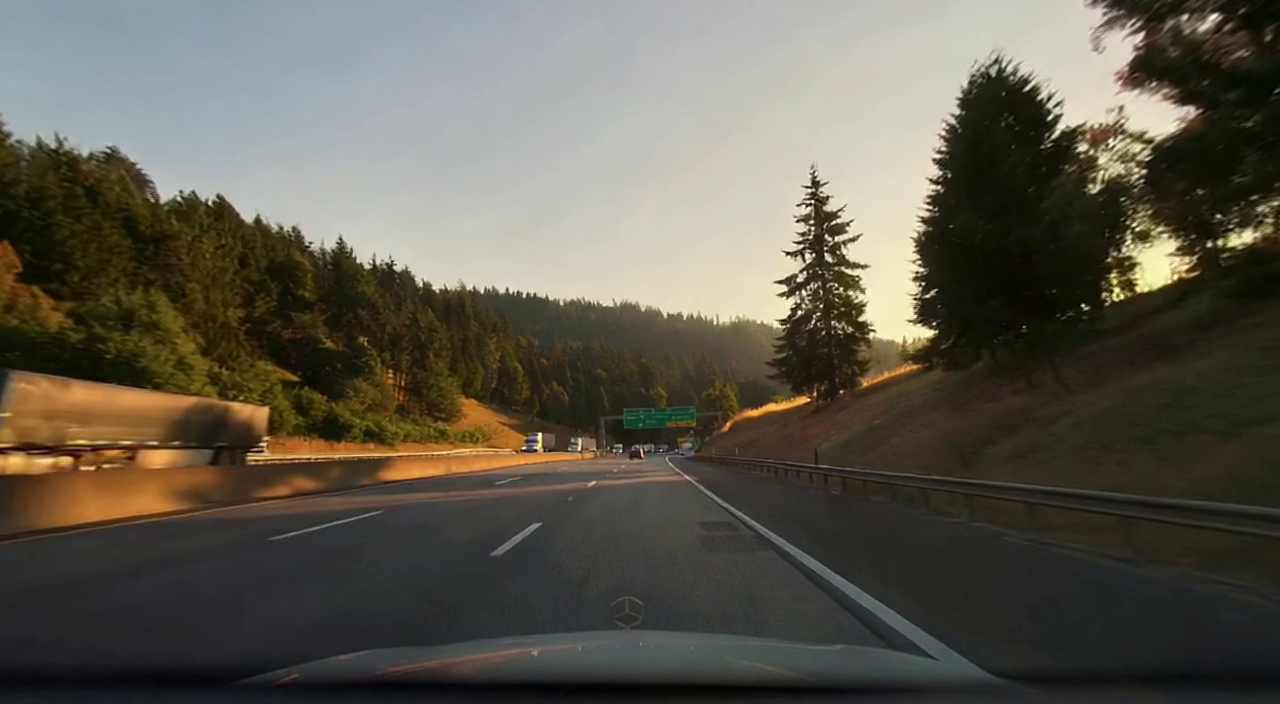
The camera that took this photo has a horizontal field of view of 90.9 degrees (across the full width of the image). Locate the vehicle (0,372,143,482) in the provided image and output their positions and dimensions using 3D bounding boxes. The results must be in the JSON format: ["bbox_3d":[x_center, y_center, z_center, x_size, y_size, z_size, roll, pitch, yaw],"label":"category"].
[{"bbox_3d":[-22.684,2.575,21.448,2.969,3.632,10.133,0,-9,1],"label":"vehicle"}]

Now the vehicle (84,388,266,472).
[{"bbox_3d":[-22.542,3.973,31.322,2.833,3.669,7.802,0,-9,1],"label":"vehicle"}]
